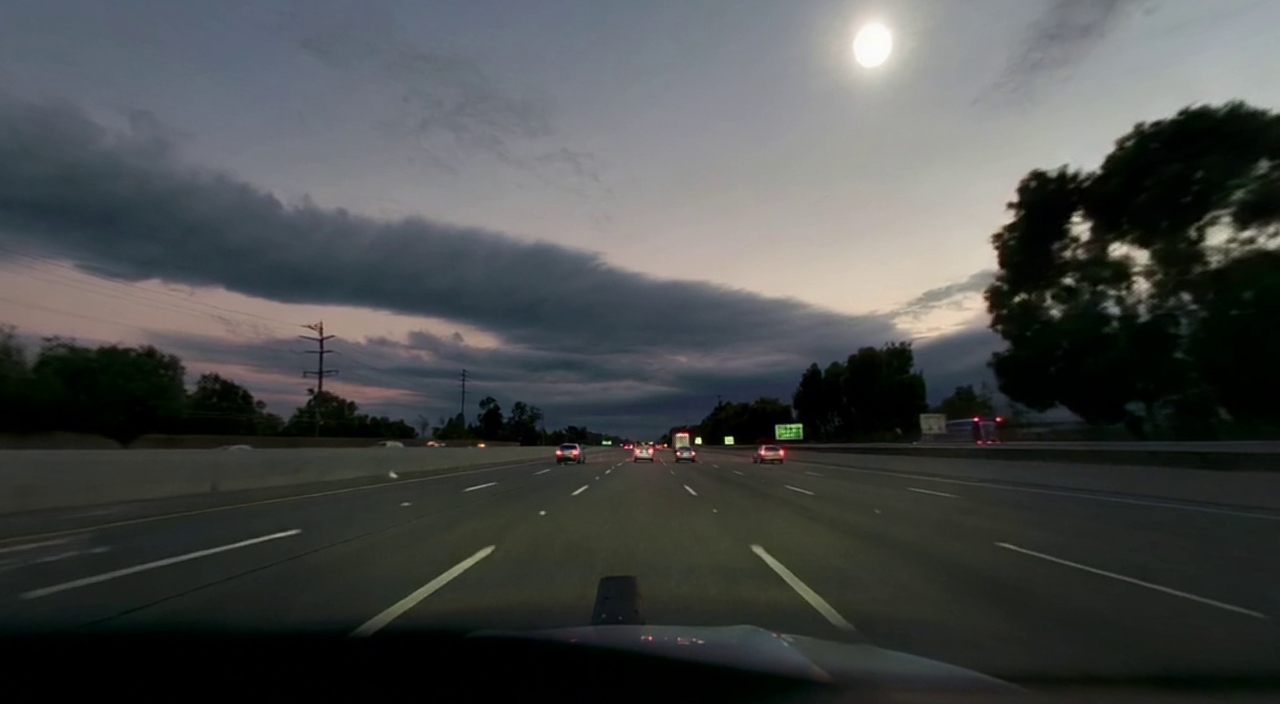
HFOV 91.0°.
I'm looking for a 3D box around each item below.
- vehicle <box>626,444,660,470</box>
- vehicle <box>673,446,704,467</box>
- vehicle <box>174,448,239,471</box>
[{"bbox_3d":[0.191,6.753,40.664,2.066,1.562,4.198,0,-9,0],"label":"vehicle"},{"bbox_3d":[3.707,8.007,48.507,2.076,1.506,4.050,0,-9,0],"label":"vehicle"},{"bbox_3d":[-28.994,7.204,42.254,1.612,1.440,3.712,0,-9,2],"label":"vehicle"}]
